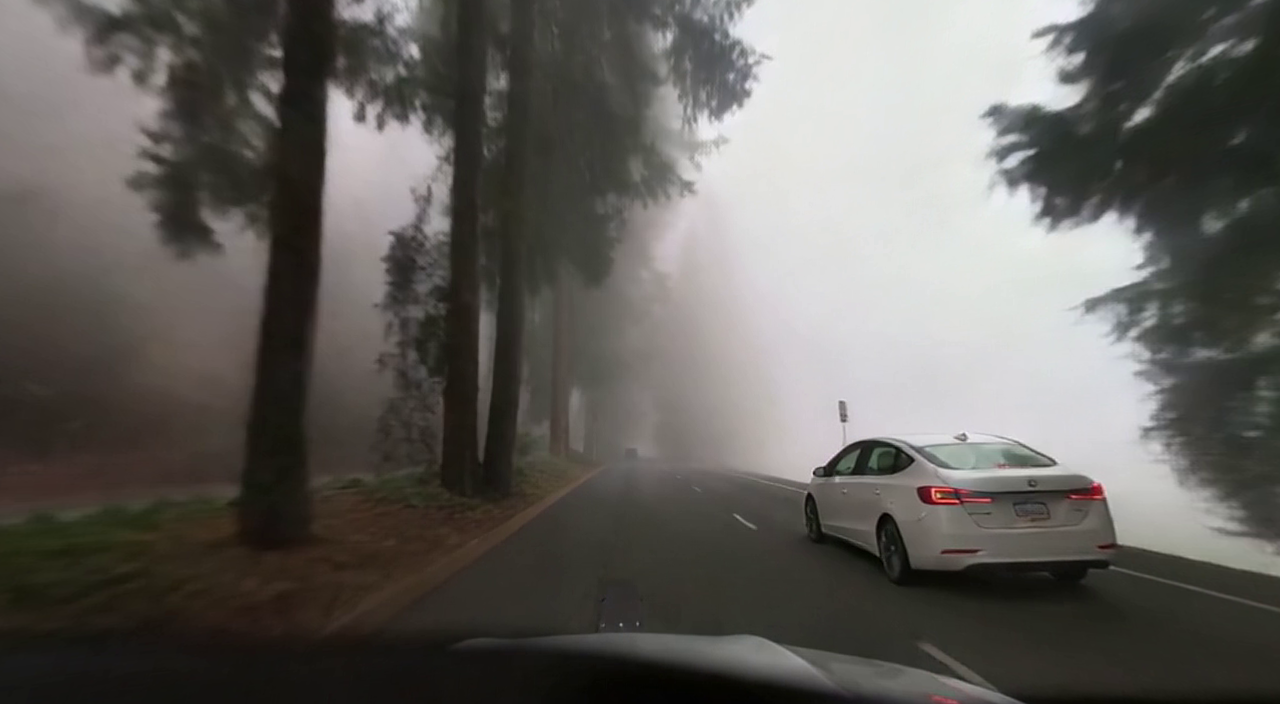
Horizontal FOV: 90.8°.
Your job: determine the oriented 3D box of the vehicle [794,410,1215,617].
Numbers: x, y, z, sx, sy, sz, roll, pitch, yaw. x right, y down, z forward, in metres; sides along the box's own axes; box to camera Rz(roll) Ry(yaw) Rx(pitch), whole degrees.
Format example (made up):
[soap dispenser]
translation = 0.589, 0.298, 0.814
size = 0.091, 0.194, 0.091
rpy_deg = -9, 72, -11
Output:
[vehicle]
translation = 3.407, 1.606, 7.272
size = 2.060, 1.584, 4.592
rpy_deg = 0, -9, 0
